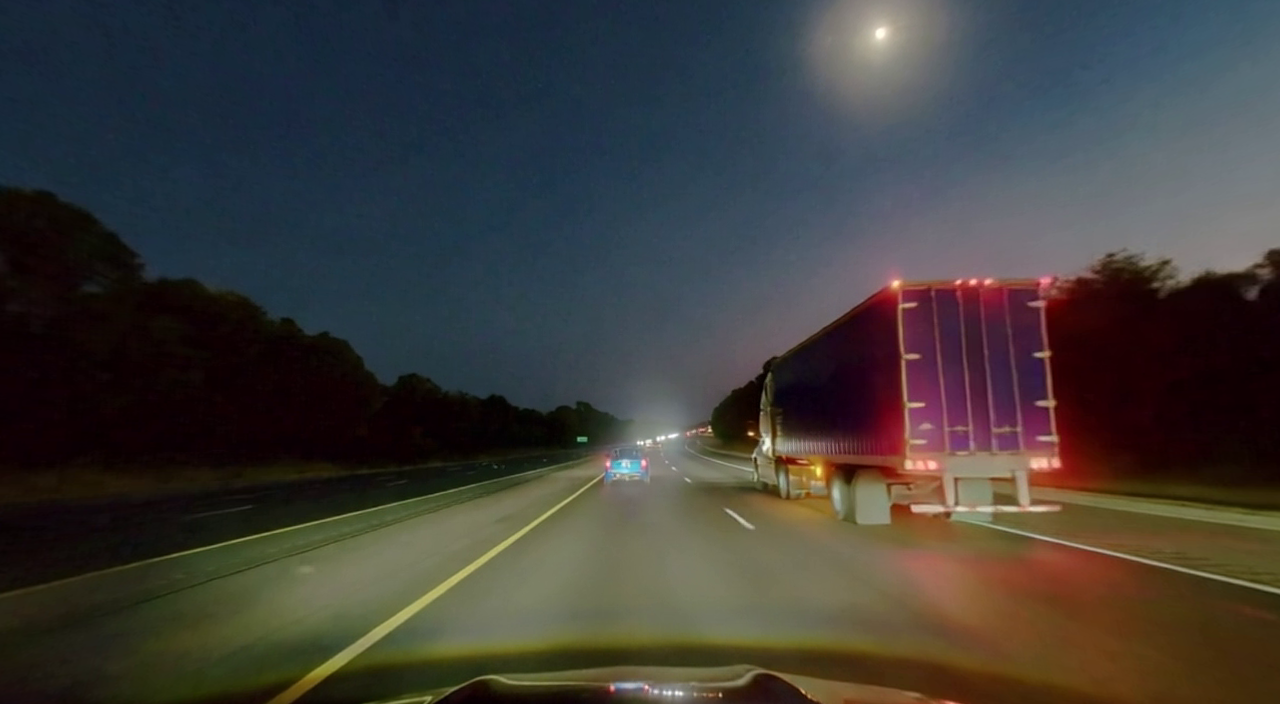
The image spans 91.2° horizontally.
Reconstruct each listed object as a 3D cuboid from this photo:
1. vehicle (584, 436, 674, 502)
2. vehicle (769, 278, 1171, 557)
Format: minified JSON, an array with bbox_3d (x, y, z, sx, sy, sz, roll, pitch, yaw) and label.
[{"bbox_3d":[-0.276,2.984,16.409,2.066,1.490,3.759,0,-9,-1],"label":"vehicle"},{"bbox_3d":[4.484,1.234,10.786,2.791,3.201,7.145,0,-9,-1],"label":"vehicle"}]
